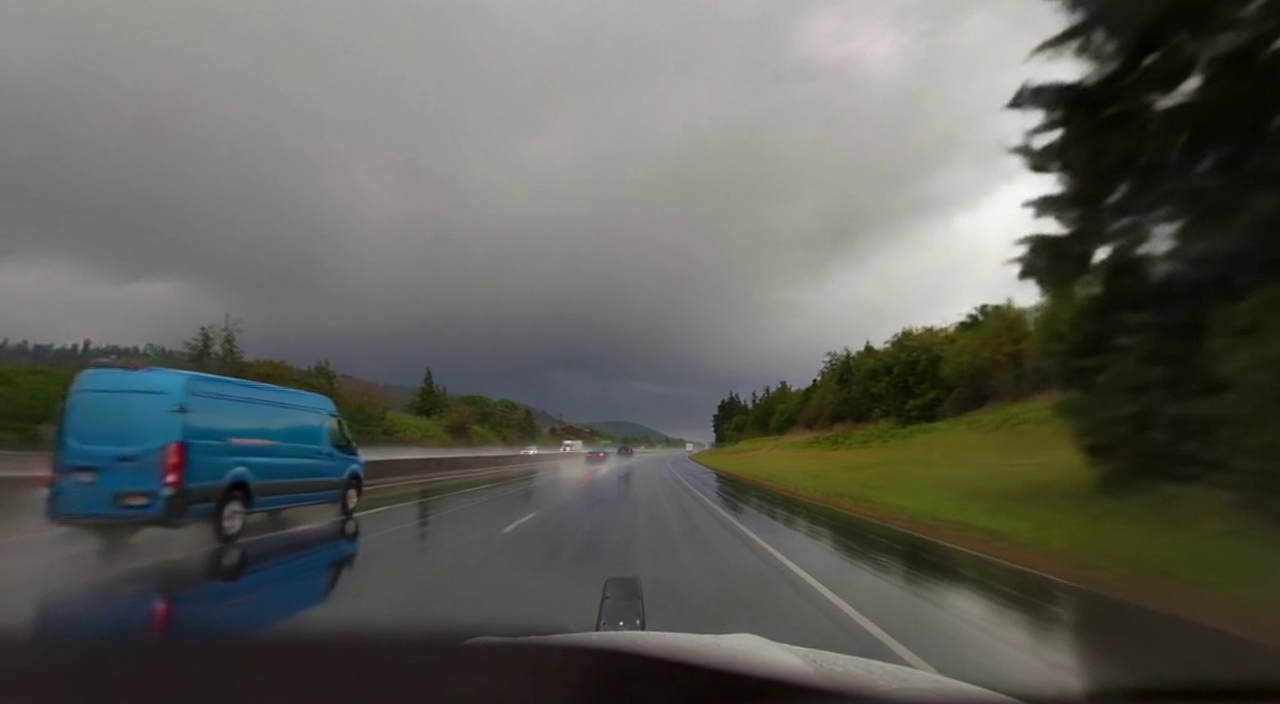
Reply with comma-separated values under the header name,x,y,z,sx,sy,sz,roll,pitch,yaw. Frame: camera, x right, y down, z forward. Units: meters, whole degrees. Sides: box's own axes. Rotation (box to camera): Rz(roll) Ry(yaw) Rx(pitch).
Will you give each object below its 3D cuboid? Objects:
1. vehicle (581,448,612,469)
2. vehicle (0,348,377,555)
name,x,y,z,sx,sy,sz,roll,pitch,yaw
vehicle,-3.012,7.545,44.860,1.858,1.459,4.091,0,-9,1
vehicle,-7.029,1.648,10.639,2.449,2.471,6.130,0,-9,0
